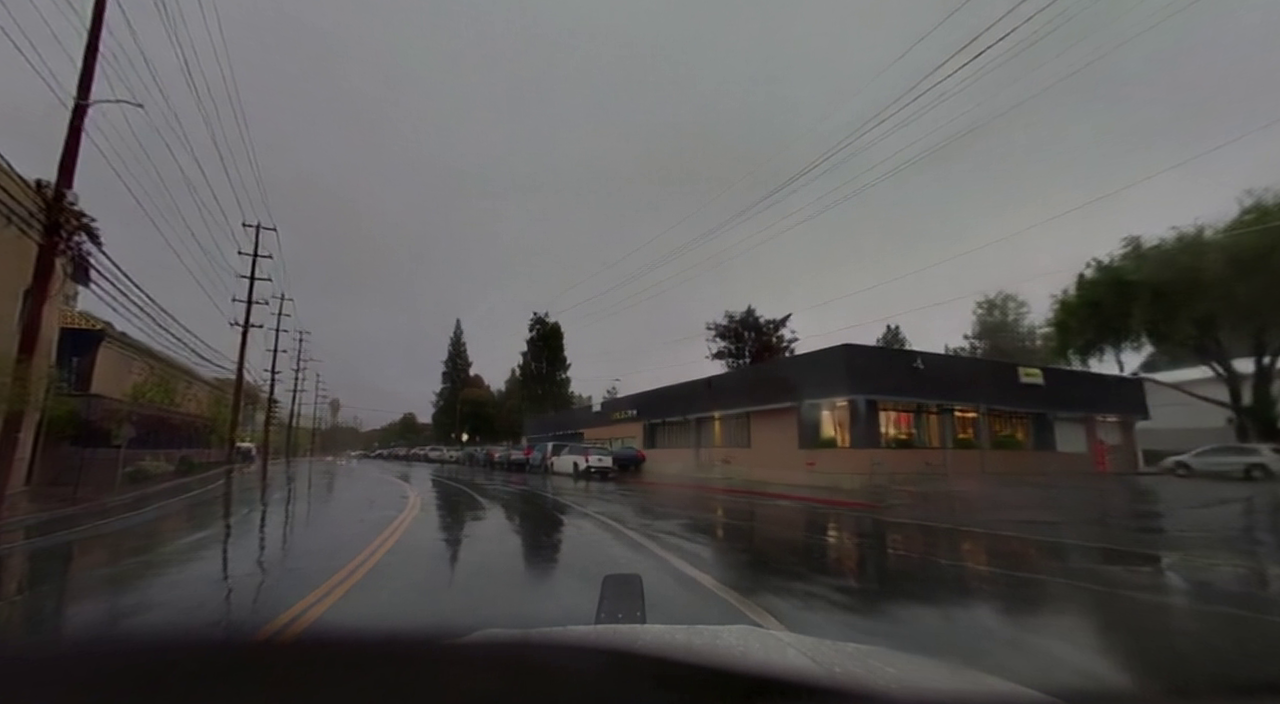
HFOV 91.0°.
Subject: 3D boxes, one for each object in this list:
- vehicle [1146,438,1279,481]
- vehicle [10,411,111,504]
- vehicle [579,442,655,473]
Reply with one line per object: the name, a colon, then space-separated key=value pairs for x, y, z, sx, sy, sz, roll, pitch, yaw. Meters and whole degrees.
vehicle: x=21.737 y=3.918 z=23.096 sx=4.454 sy=1.504 sz=1.970 roll=-1 pitch=-8 yaw=6
vehicle: x=-19.320 y=3.457 z=21.137 sx=1.716 sy=2.808 sz=3.001 roll=3 pitch=-8 yaw=-30
vehicle: x=-1.165 y=5.699 z=34.218 sx=2.074 sy=1.526 sz=4.853 roll=-4 pitch=-9 yaw=26
